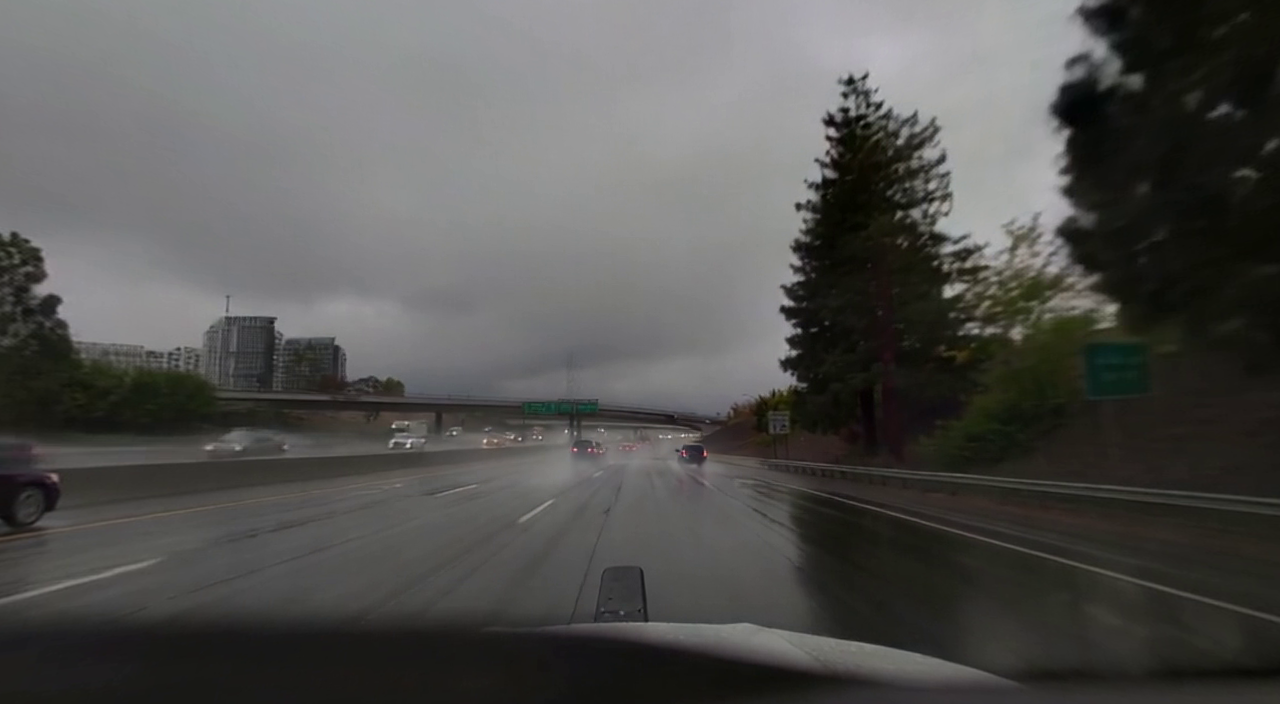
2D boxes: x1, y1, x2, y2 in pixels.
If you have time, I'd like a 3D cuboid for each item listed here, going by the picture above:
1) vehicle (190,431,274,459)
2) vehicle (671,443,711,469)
[{"bbox_3d":[-25.938,5.931,40.332,2.070,1.648,4.869,0,-8,2],"label":"vehicle"},{"bbox_3d":[3.095,6.457,39.354,2.059,1.509,4.670,0,-8,0],"label":"vehicle"}]
